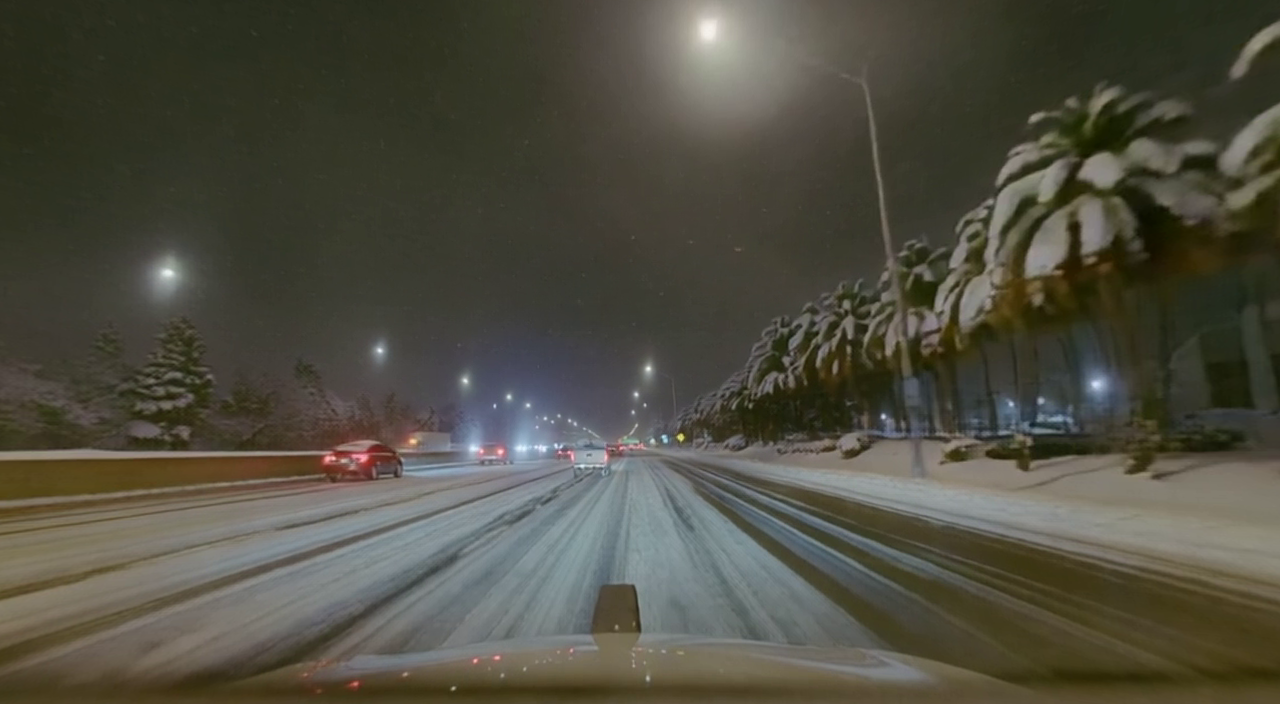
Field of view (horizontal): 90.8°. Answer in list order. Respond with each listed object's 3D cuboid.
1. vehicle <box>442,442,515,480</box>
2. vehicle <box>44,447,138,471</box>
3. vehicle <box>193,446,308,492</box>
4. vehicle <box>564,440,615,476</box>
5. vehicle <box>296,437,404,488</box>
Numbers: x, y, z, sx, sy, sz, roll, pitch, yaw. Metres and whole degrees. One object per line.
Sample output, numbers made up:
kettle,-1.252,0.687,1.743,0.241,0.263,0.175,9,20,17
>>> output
vehicle,-7.608,5.183,30.273,2.204,1.677,4.438,0,-9,1
vehicle,-35.749,6.948,41.297,1.797,1.458,4.635,-1,-9,4
vehicle,-15.654,4.687,25.723,1.836,1.662,4.317,0,-9,1
vehicle,-2.471,5.338,31.962,2.201,1.672,4.128,0,-9,0
vehicle,-11.664,4.457,25.881,1.986,1.875,4.902,0,-9,1
